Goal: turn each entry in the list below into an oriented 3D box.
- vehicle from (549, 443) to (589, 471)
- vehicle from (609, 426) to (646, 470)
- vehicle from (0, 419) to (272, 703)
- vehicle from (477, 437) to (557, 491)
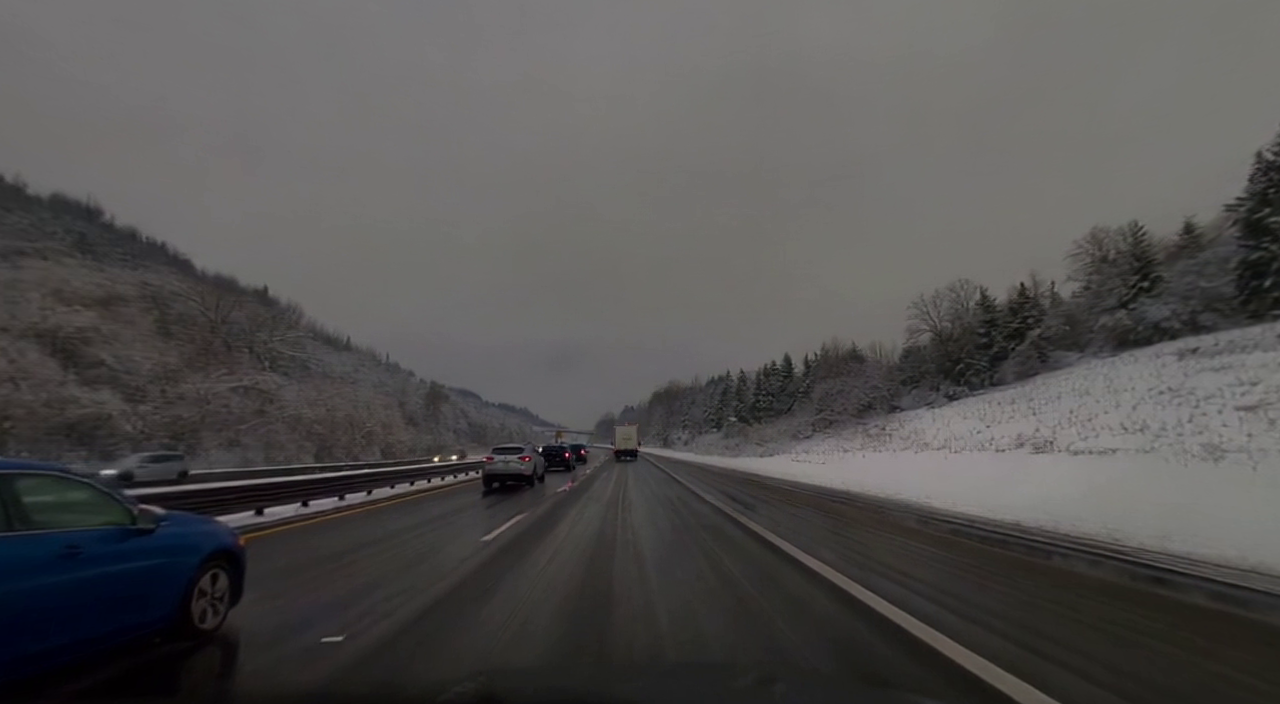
[{"bbox_3d":[-4.397,6.560,39.538,2.044,1.624,4.032,0,-9,0],"label":"vehicle"},{"bbox_3d":[-0.797,6.281,41.121,2.227,2.611,5.900,0,-9,-1],"label":"vehicle"},{"bbox_3d":[-3.861,1.000,2.616,1.988,1.440,4.504,0,-9,-1],"label":"vehicle"},{"bbox_3d":[-4.234,3.926,22.426,2.073,1.694,4.162,0,-9,-1],"label":"vehicle"}]
